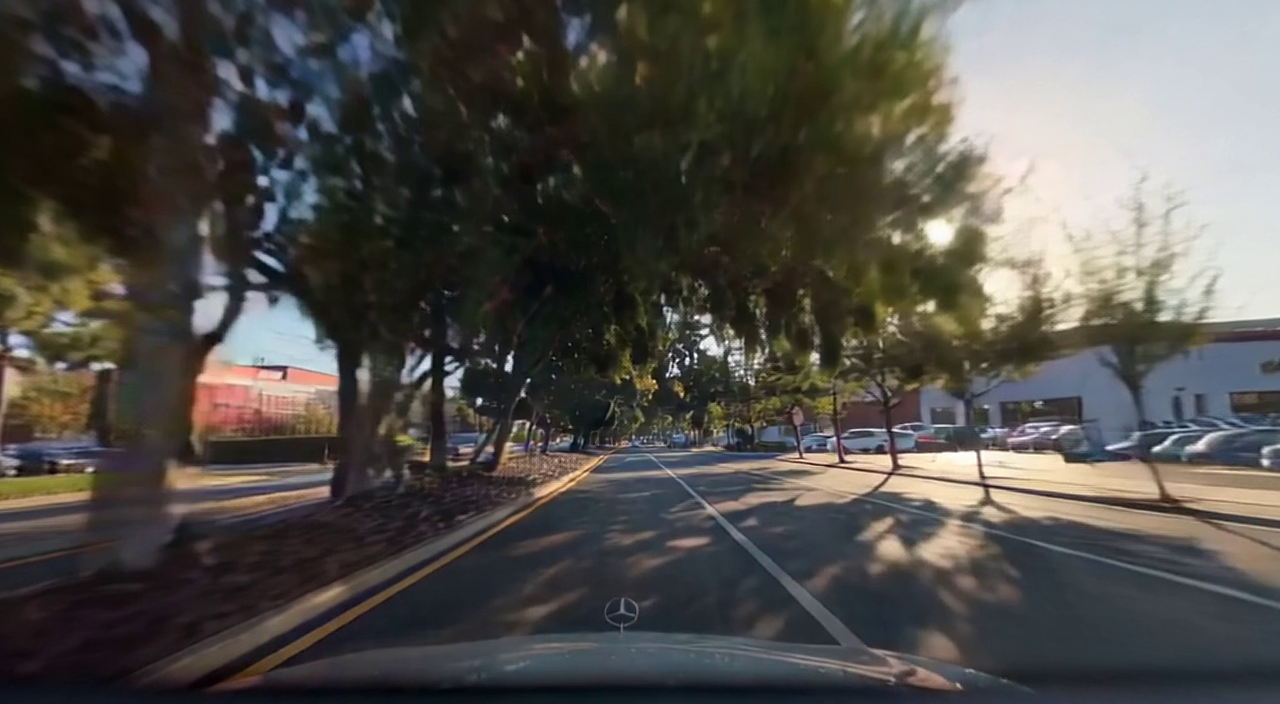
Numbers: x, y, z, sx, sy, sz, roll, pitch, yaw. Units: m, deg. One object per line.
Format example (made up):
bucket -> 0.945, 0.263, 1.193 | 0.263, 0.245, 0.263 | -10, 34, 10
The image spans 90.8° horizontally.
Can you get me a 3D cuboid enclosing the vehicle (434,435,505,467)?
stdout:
vehicle -> -10.293, 5.909, 37.940 | 4.497, 1.774, 1.958 | -8, -11, 42
